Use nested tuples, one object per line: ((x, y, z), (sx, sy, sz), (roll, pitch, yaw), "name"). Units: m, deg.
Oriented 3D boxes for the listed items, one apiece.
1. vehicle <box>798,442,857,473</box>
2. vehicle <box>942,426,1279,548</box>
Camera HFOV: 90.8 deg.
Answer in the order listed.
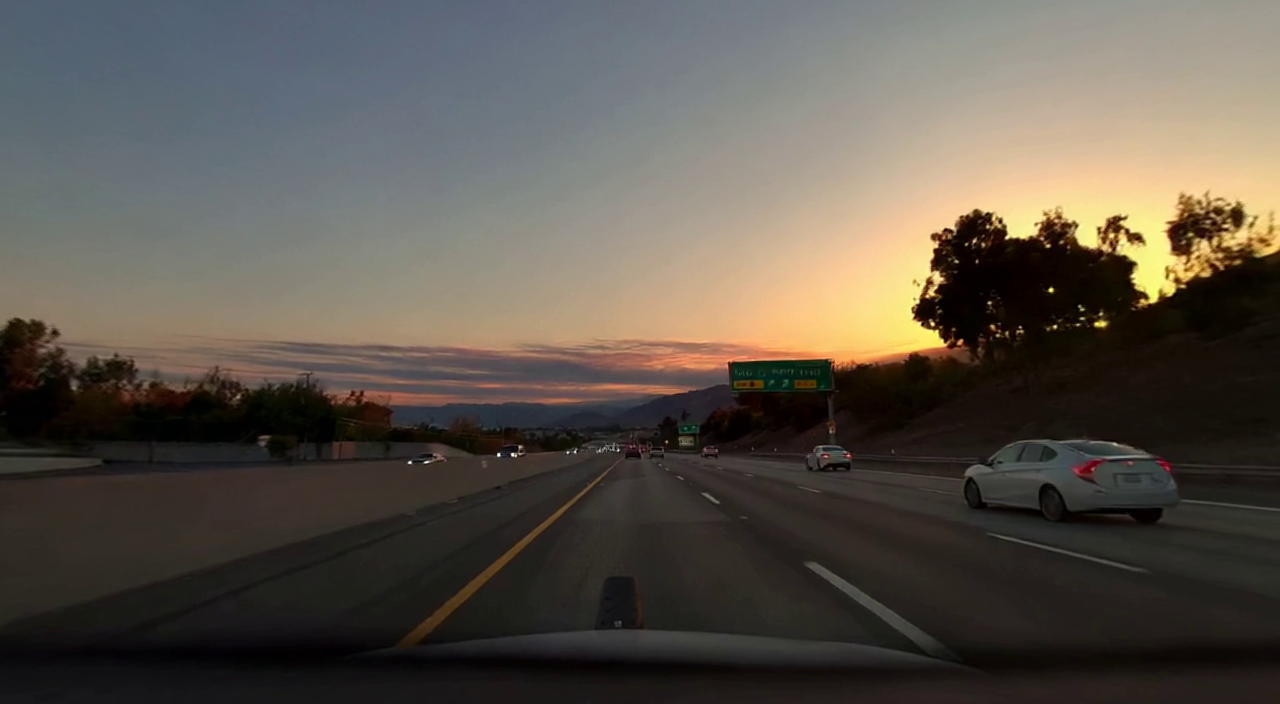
((10.978, 6.177, 37.294), (2.068, 1.680, 4.361), (-1, -8, 0), "vehicle")
((7.207, 2.089, 10.529), (1.901, 1.548, 4.684), (0, -9, -2), "vehicle")
